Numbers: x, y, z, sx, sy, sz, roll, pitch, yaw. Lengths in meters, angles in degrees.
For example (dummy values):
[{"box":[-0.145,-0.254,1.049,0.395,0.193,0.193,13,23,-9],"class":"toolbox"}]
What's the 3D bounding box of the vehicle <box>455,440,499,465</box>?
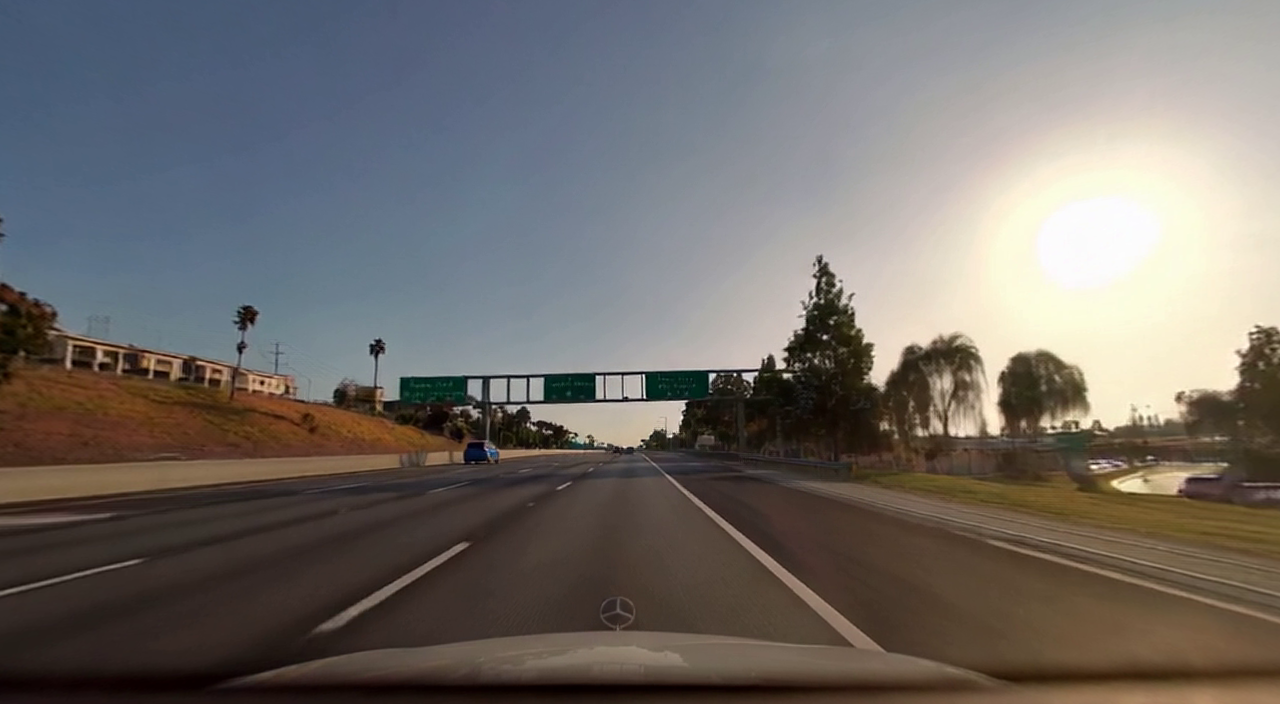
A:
[{"box":[-11.923,7.382,46.625,2.016,1.754,4.543,0,-8,0],"class":"vehicle"}]
